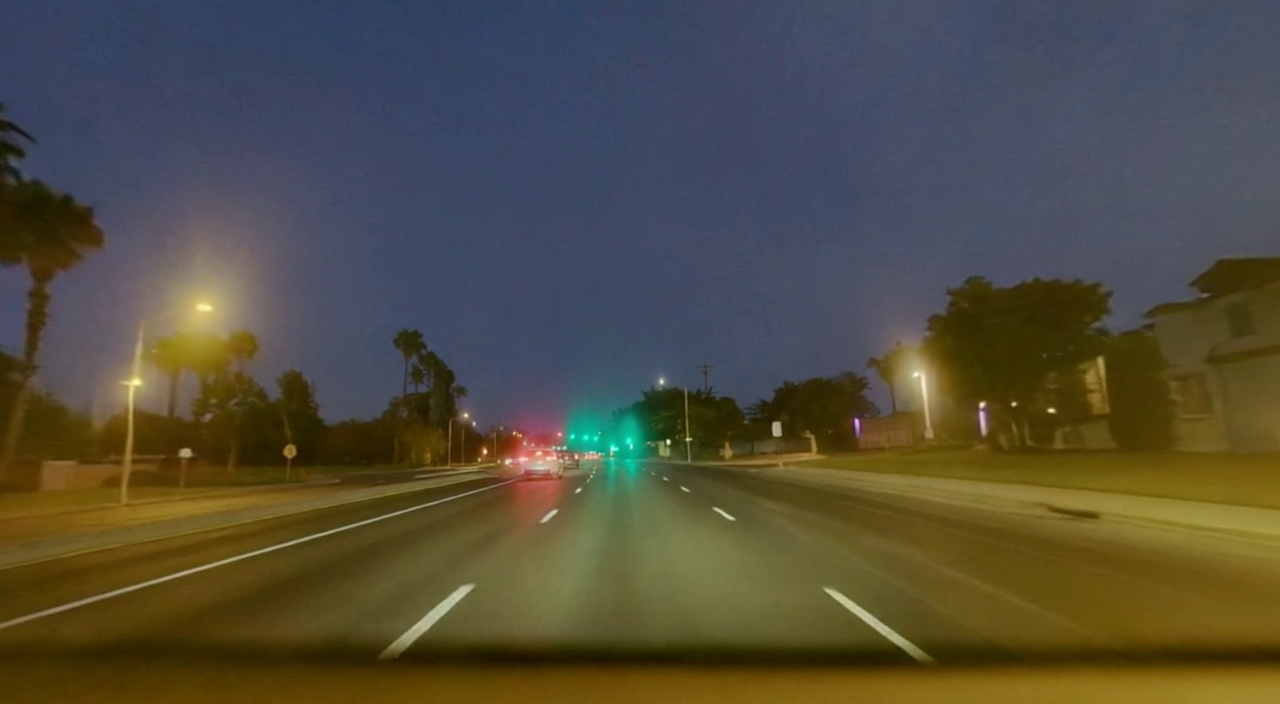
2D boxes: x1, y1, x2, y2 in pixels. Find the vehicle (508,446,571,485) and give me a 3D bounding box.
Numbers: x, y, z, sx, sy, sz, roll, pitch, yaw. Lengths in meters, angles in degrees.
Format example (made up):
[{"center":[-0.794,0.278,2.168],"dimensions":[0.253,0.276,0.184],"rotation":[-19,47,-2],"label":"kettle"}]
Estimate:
[{"center":[-4.196,4.810,27.174],"dimensions":[2.108,1.475,4.555],"rotation":[0,-8,-2],"label":"vehicle"}]
